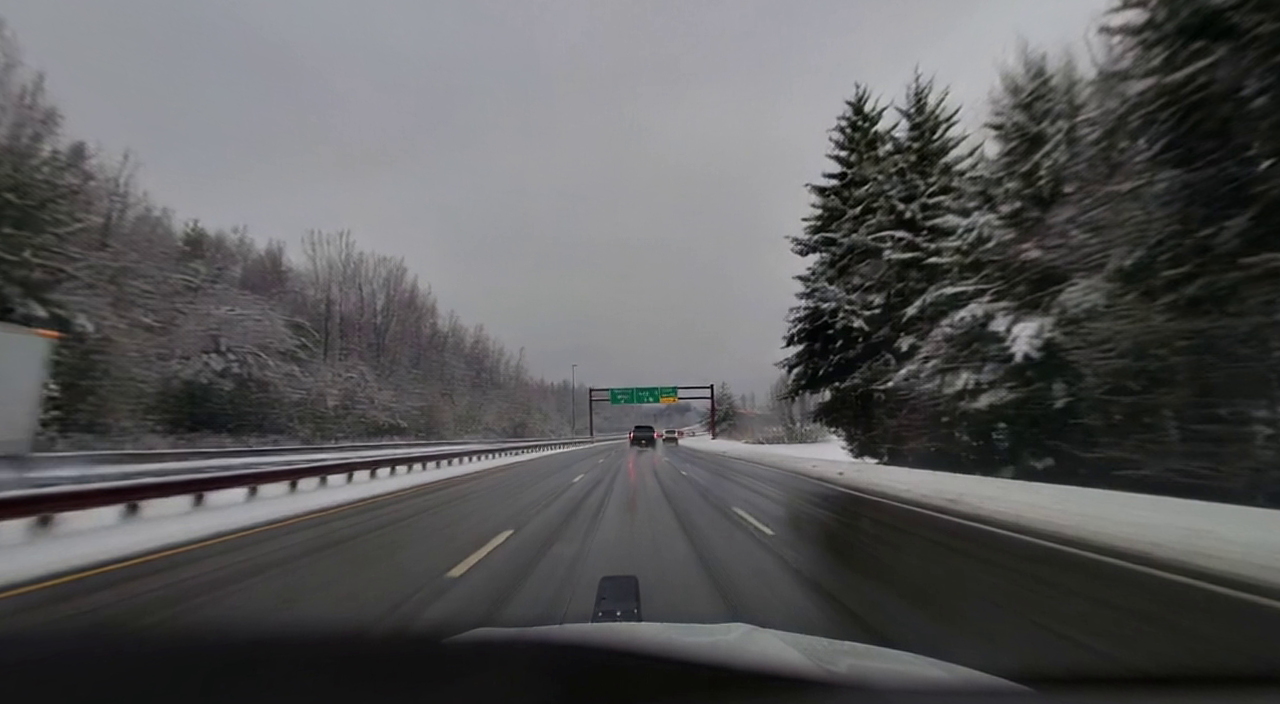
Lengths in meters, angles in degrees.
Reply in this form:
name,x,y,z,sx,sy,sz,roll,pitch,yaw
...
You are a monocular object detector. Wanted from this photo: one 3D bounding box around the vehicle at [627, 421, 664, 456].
name,x,y,z,sx,sy,sz,roll,pitch,yaw
vehicle,0.330,6.060,44.052,2.450,2.314,4.753,0,-8,0
